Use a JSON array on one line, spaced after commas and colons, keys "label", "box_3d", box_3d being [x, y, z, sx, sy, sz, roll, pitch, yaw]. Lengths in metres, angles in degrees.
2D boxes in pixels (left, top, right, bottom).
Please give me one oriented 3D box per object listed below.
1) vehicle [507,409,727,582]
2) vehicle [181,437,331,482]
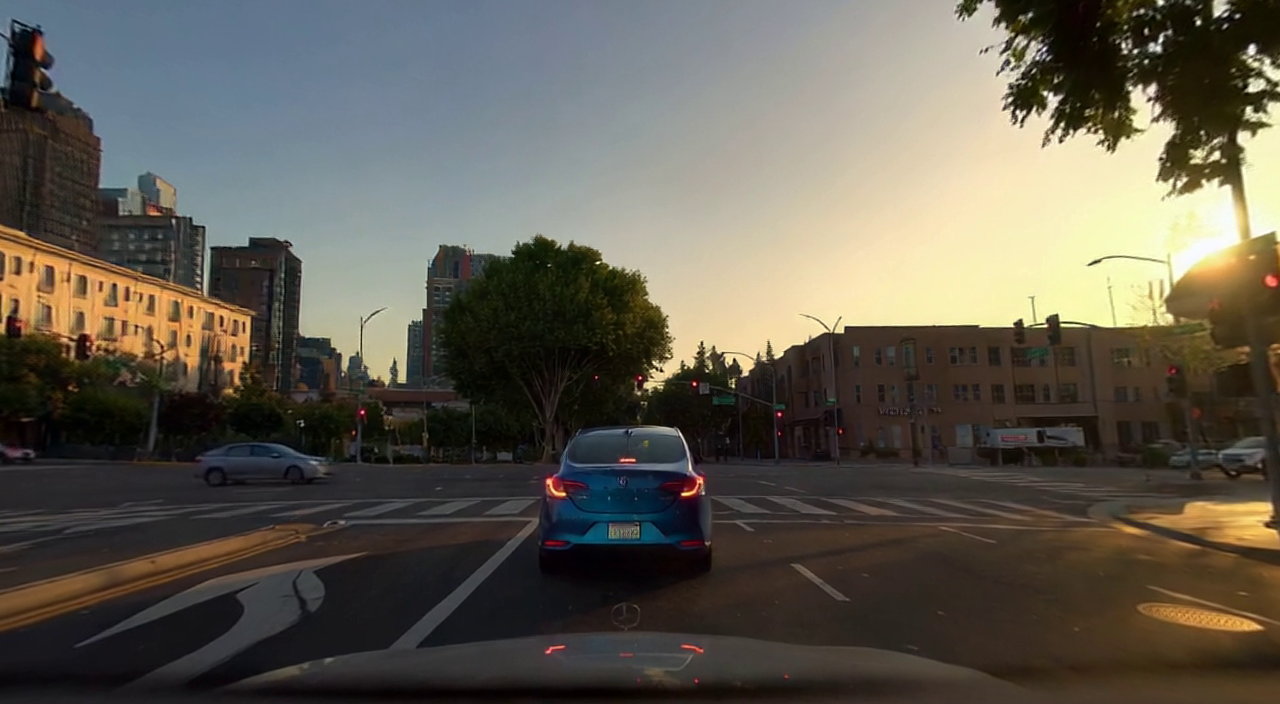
[{"label": "vehicle", "box_3d": [-0.244, 1.646, 7.997, 2.066, 1.618, 3.922, 0, -9, -1]}, {"label": "vehicle", "box_3d": [-15.941, 4.474, 26.432, 4.912, 1.731, 2.022, 0, -9, -1]}]
